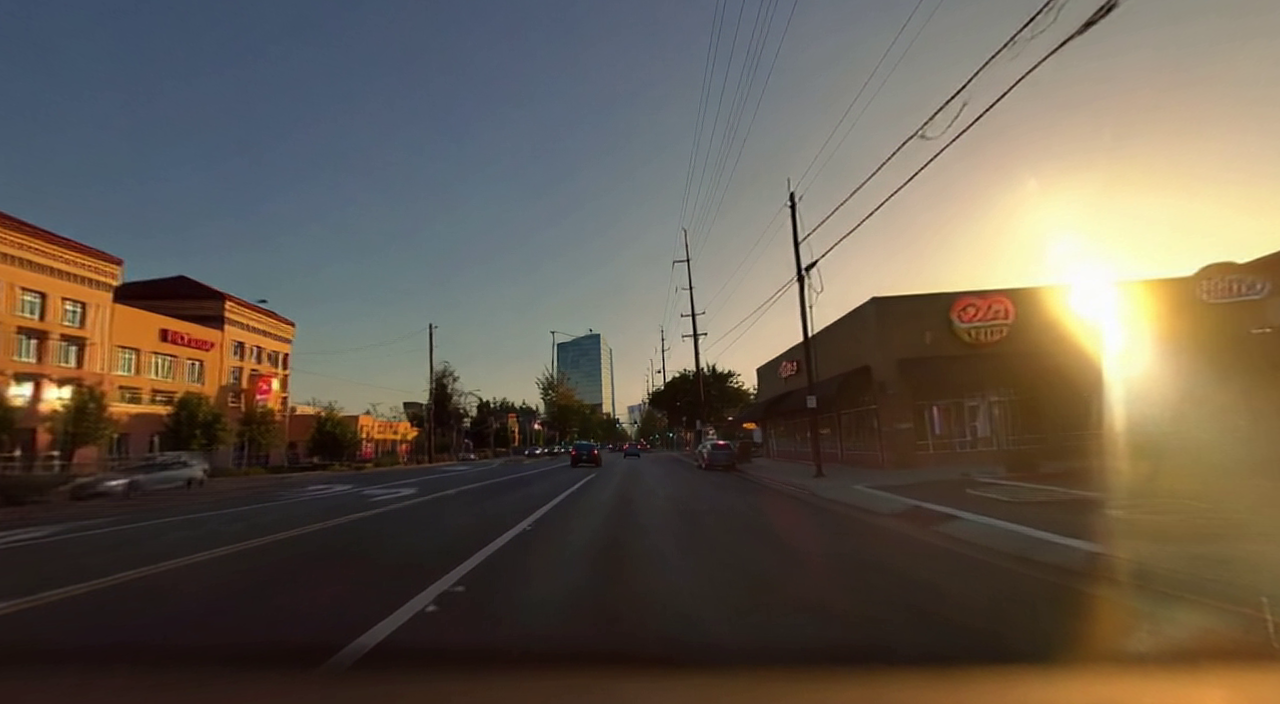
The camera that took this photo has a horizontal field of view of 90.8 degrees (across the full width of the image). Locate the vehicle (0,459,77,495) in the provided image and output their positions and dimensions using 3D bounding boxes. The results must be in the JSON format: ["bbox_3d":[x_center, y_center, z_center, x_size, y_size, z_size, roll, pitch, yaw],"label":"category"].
[{"bbox_3d":[-30.079,5.914,30.056,4.720,1.556,2.070,-1,-9,5],"label":"vehicle"}]

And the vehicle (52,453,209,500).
[{"bbox_3d":[-18.296,4.446,23.023,1.990,1.500,4.467,0,-9,0],"label":"vehicle"}]

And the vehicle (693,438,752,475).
[{"bbox_3d":[3.629,4.687,28.639,1.922,1.507,4.824,0,-9,-1],"label":"vehicle"}]

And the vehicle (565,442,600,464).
[{"bbox_3d":[-4.173,7.445,46.741,2.179,1.490,4.742,0,-9,0],"label":"vehicle"}]
